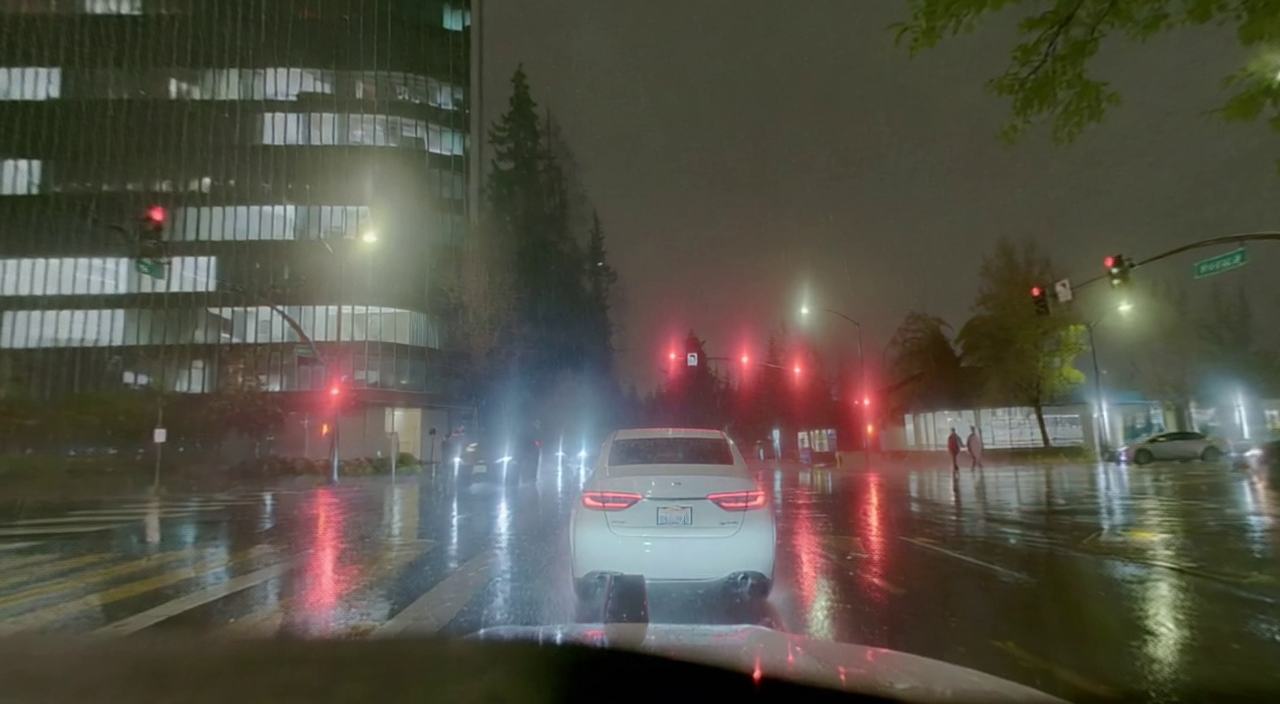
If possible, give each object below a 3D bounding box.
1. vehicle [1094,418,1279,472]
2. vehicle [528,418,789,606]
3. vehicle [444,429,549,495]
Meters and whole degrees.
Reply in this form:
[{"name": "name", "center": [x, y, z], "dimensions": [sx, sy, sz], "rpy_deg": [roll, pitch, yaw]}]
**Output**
[{"name": "vehicle", "center": [19.128, 3.265, 22.221], "dimensions": [4.675, 1.772, 1.945], "rpy_deg": [0, -8, -1]}, {"name": "vehicle", "center": [-0.144, 1.646, 7.486], "dimensions": [1.893, 1.532, 4.145], "rpy_deg": [2, -9, -16]}, {"name": "vehicle", "center": [-4.202, 3.307, 19.351], "dimensions": [2.006, 1.756, 4.599], "rpy_deg": [0, -8, 2]}]
